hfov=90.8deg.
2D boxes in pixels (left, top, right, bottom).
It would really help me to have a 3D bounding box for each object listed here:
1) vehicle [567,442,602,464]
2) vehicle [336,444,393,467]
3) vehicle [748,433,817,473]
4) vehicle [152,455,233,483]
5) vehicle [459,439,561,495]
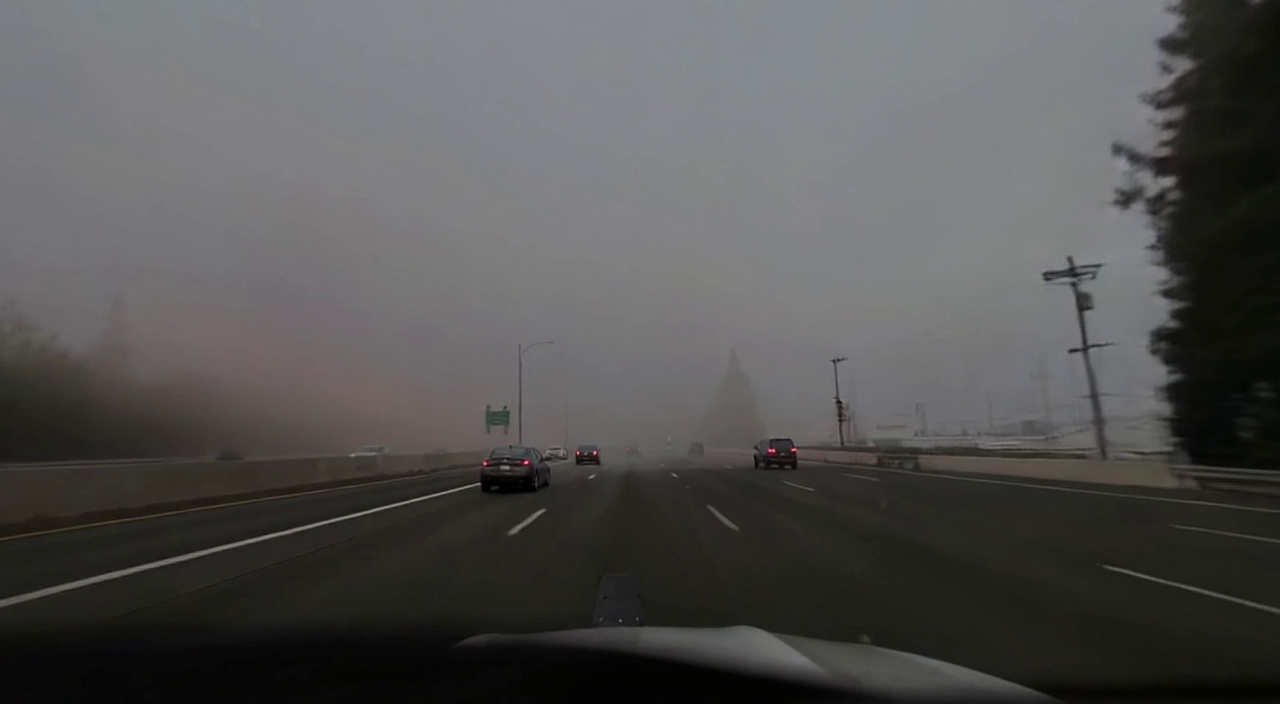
[{"bbox_3d":[-3.897,7.194,45.112,2.078,1.464,4.093,0,-9,0],"label":"vehicle"},{"bbox_3d":[-21.091,7.925,48.588,2.136,1.695,5.011,0,-9,0],"label":"vehicle"},{"bbox_3d":[6.790,4.867,30.667,2.147,1.769,4.666,0,-9,-2],"label":"vehicle"},{"bbox_3d":[-24.515,6.406,34.798,1.724,1.414,3.765,0,-9,-1],"label":"vehicle"},{"bbox_3d":[-3.697,3.373,18.951,2.047,1.469,4.614,0,-9,0],"label":"vehicle"}]
